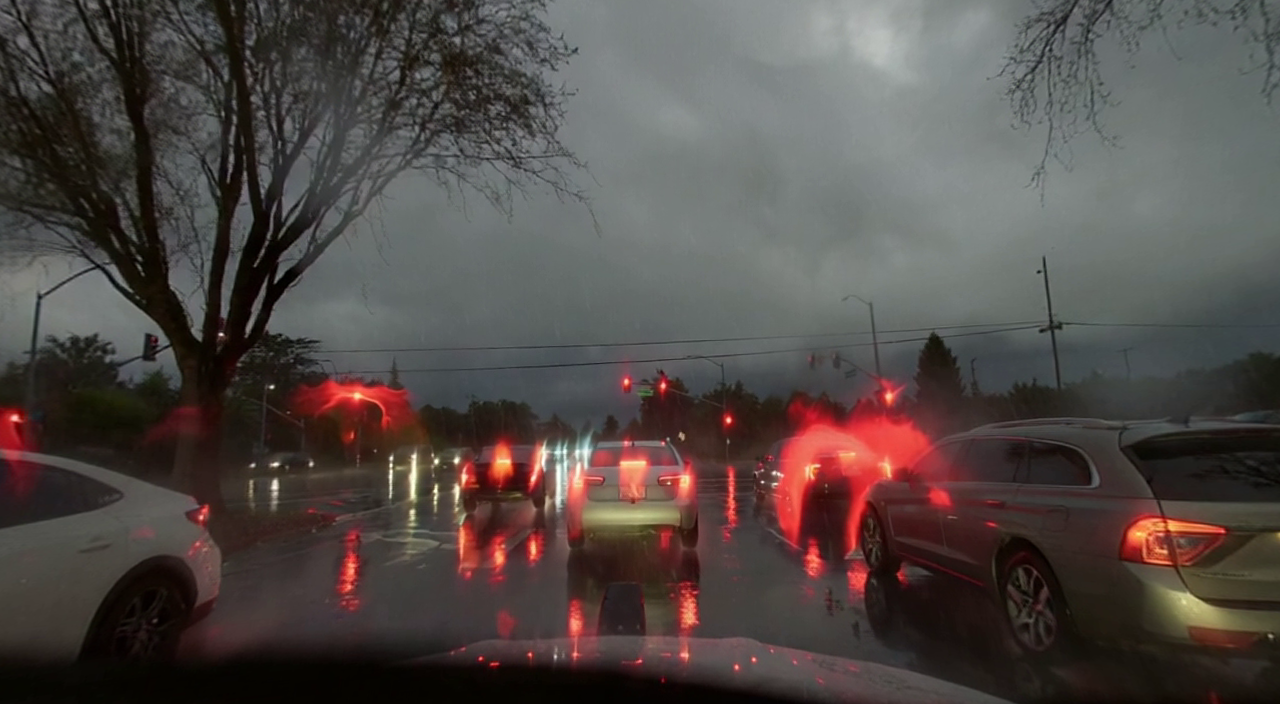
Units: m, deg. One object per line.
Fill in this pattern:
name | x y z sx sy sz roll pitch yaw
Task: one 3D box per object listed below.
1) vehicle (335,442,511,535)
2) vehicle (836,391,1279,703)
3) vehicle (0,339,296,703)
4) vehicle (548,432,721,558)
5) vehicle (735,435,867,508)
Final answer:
vehicle | -3.927 2.509 12.336 1.919 1.459 4.371 0 -8 -1
vehicle | 3.395 1.310 5.421 1.933 1.564 4.600 0 -8 0
vehicle | -3.653 0.836 2.547 2.047 1.764 4.369 0 -8 0
vehicle | -0.077 2.004 9.588 2.061 1.470 3.970 0 -8 0
vehicle | 3.643 2.781 15.241 1.922 1.472 4.440 0 -8 -1
